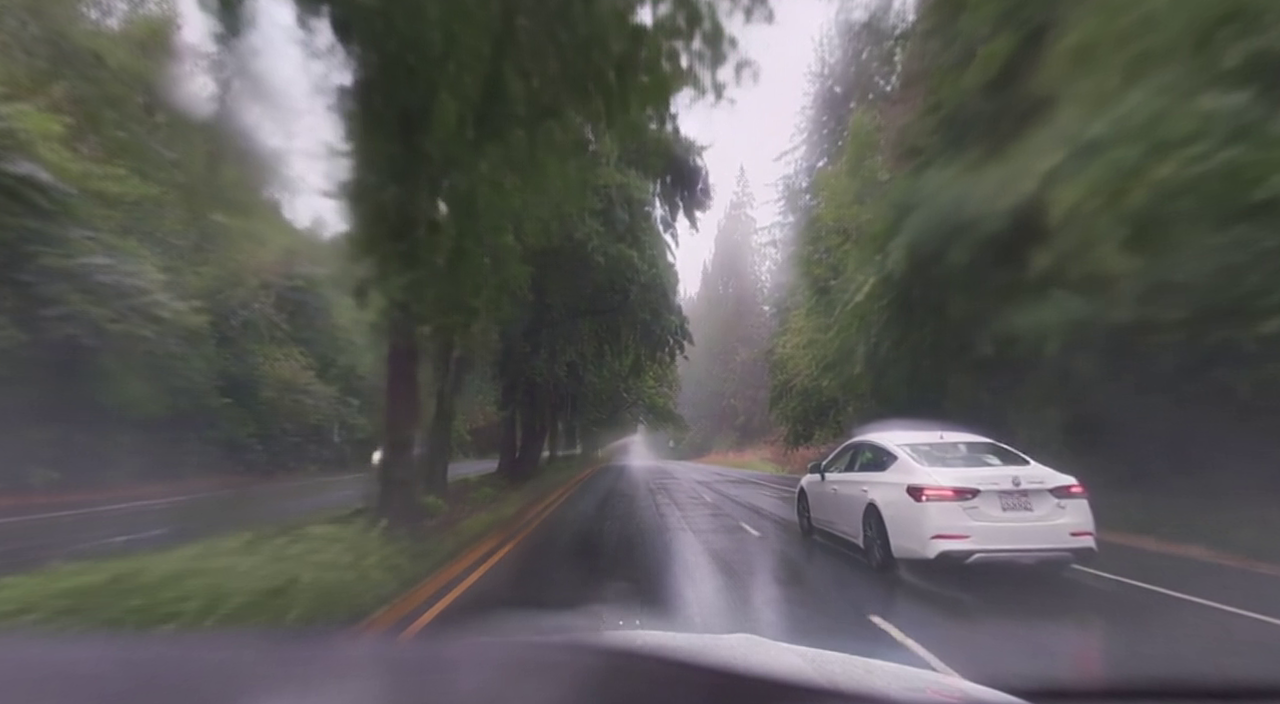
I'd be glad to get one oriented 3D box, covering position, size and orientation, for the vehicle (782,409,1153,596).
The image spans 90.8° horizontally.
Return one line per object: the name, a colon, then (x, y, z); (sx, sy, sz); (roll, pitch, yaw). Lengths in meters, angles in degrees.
vehicle: (3.363, 1.647, 7.821); (2.060, 1.584, 4.592); (0, -9, -1)
